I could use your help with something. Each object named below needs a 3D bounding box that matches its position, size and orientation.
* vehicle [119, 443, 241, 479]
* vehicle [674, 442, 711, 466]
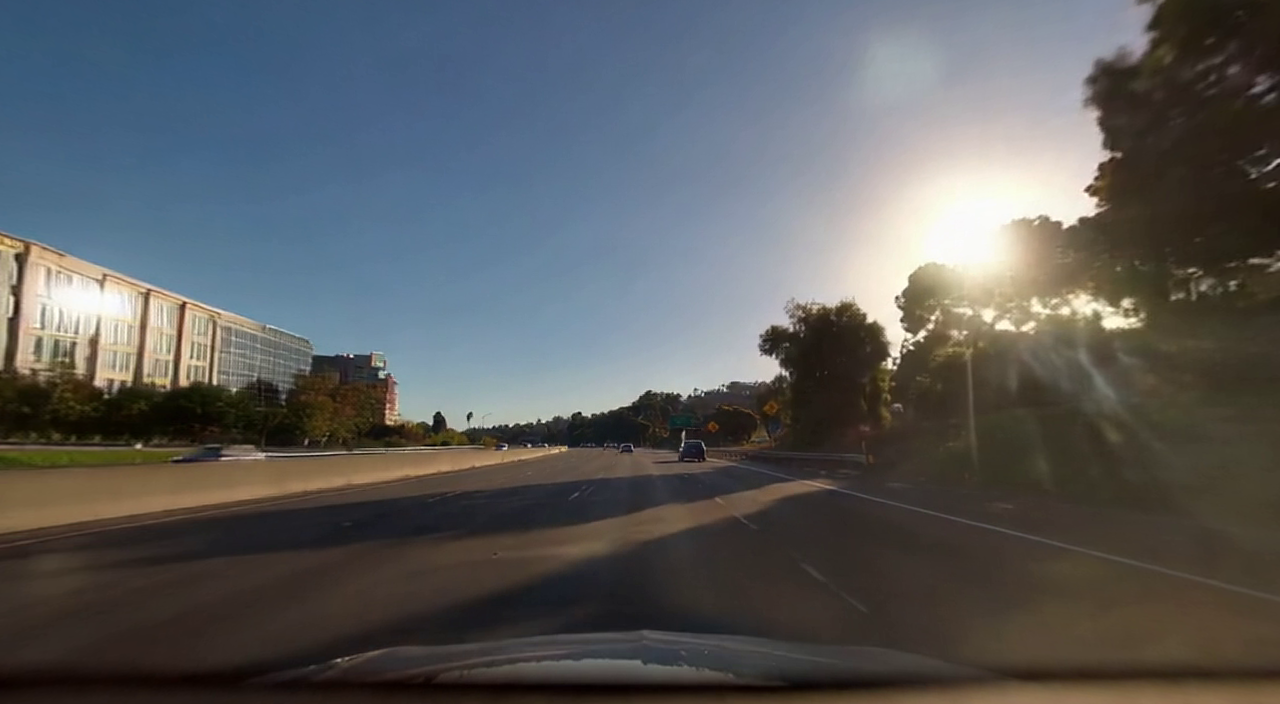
[{"bbox_3d":[-20.308,4.807,28.139,1.950,1.474,4.549,0,-8,0],"label":"vehicle"},{"bbox_3d":[3.358,6.593,41.063,1.926,1.477,4.025,0,-8,-2],"label":"vehicle"}]
